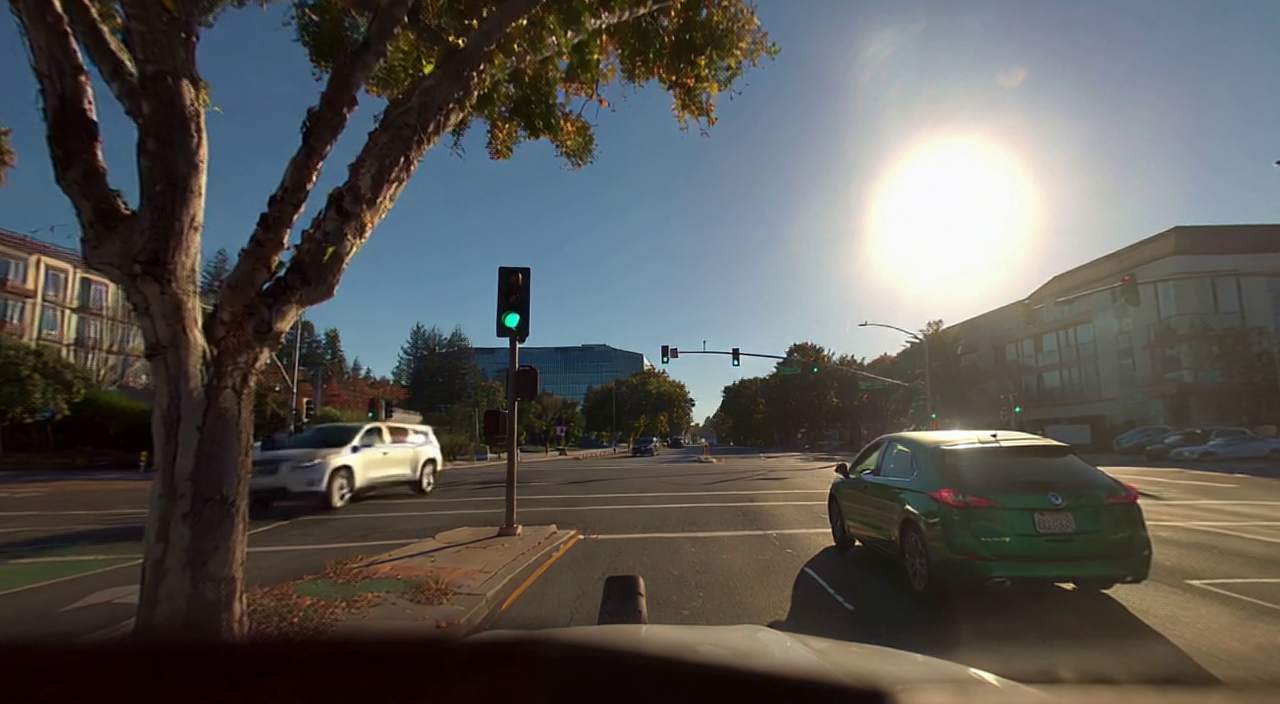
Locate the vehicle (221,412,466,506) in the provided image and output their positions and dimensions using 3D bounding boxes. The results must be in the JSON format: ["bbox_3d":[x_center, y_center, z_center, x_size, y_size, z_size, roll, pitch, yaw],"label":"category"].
[{"bbox_3d":[-8.384,3.221,19.698,2.775,2.246,9.043,-1,-8,4],"label":"vehicle"}]

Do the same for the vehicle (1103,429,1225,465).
[{"bbox_3d":[25.935,4.698,31.285,4.441,1.674,2.035,1,-8,-8],"label":"vehicle"}]

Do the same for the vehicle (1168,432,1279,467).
[{"bbox_3d":[26.285,4.284,27.827,4.644,1.470,1.922,1,-8,-10],"label":"vehicle"}]

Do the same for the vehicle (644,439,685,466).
[{"bbox_3d":[1.746,6.835,43.176,2.197,1.739,4.177,-2,-8,10],"label":"vehicle"}]

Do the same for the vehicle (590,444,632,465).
[{"bbox_3d":[-2.035,7.360,45.490,2.076,1.476,3.873,-2,-8,12],"label":"vehicle"}]
